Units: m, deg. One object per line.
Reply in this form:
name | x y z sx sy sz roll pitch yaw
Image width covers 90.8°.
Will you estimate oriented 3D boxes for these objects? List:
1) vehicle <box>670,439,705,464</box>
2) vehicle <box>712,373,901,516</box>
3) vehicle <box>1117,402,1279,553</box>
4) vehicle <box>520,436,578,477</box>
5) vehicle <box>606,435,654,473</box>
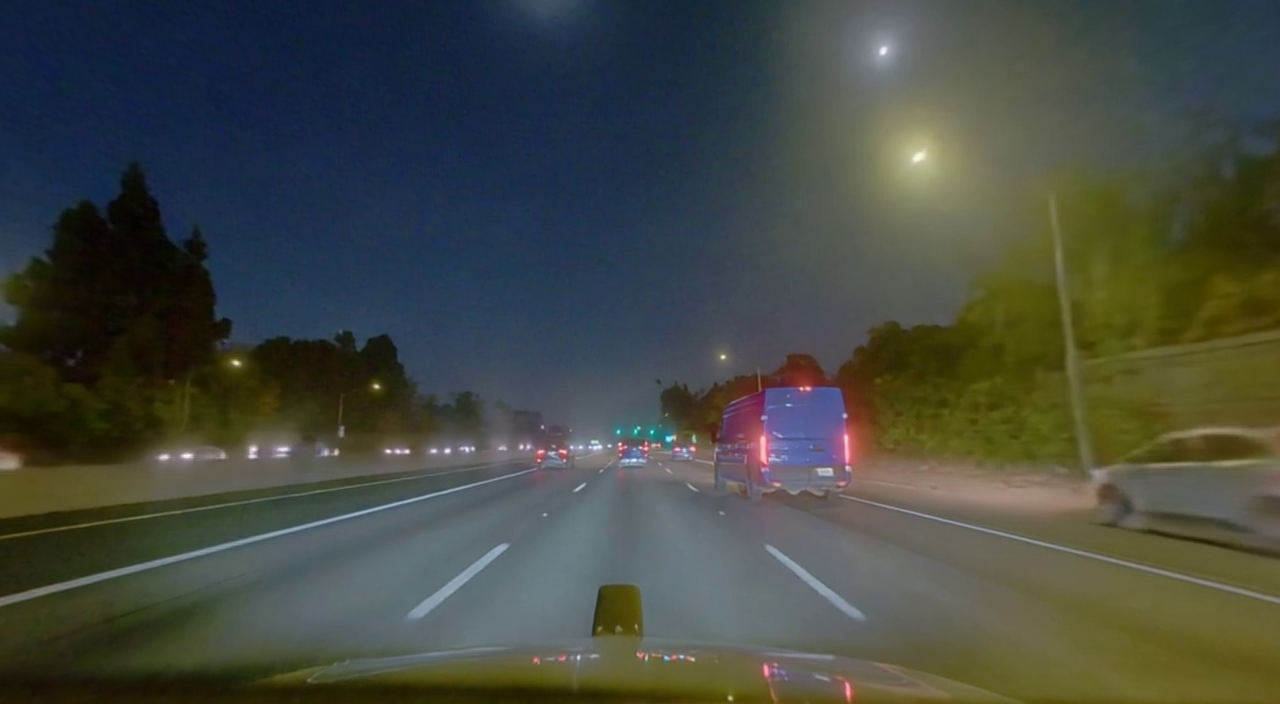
vehicle | 3.526 7.433 47.424 2.160 1.759 4.214 0 -8 -1
vehicle | 3.537 2.216 15.322 2.631 2.709 6.496 0 -8 -2
vehicle | 9.643 1.675 8.474 2.344 1.967 5.275 0 -8 0
vehicle | -4.118 4.793 29.260 2.023 1.709 4.263 0 -8 0
vehicle | -0.511 5.248 32.732 2.297 1.783 4.355 0 -8 -1
